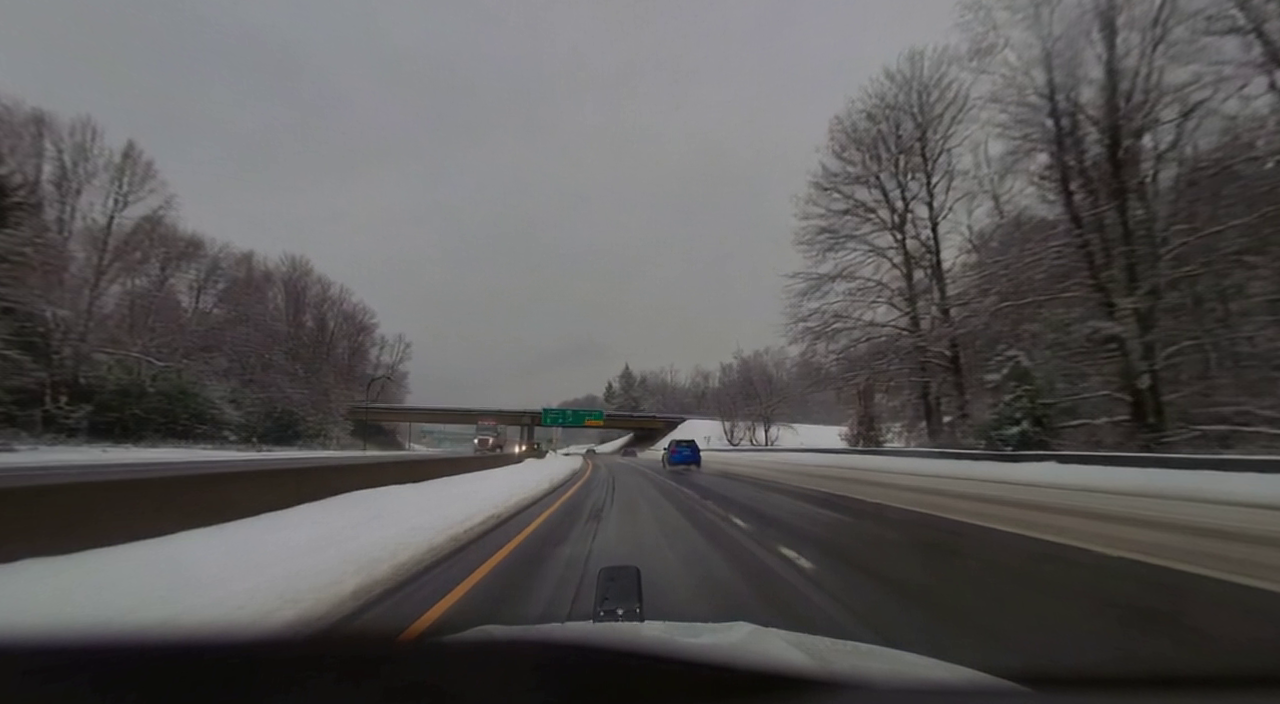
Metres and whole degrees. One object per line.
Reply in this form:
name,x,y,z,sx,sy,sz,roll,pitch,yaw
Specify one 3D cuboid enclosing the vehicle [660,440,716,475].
vehicle,2.318,5.262,31.409,2.337,1.633,4.222,0,-9,-2
